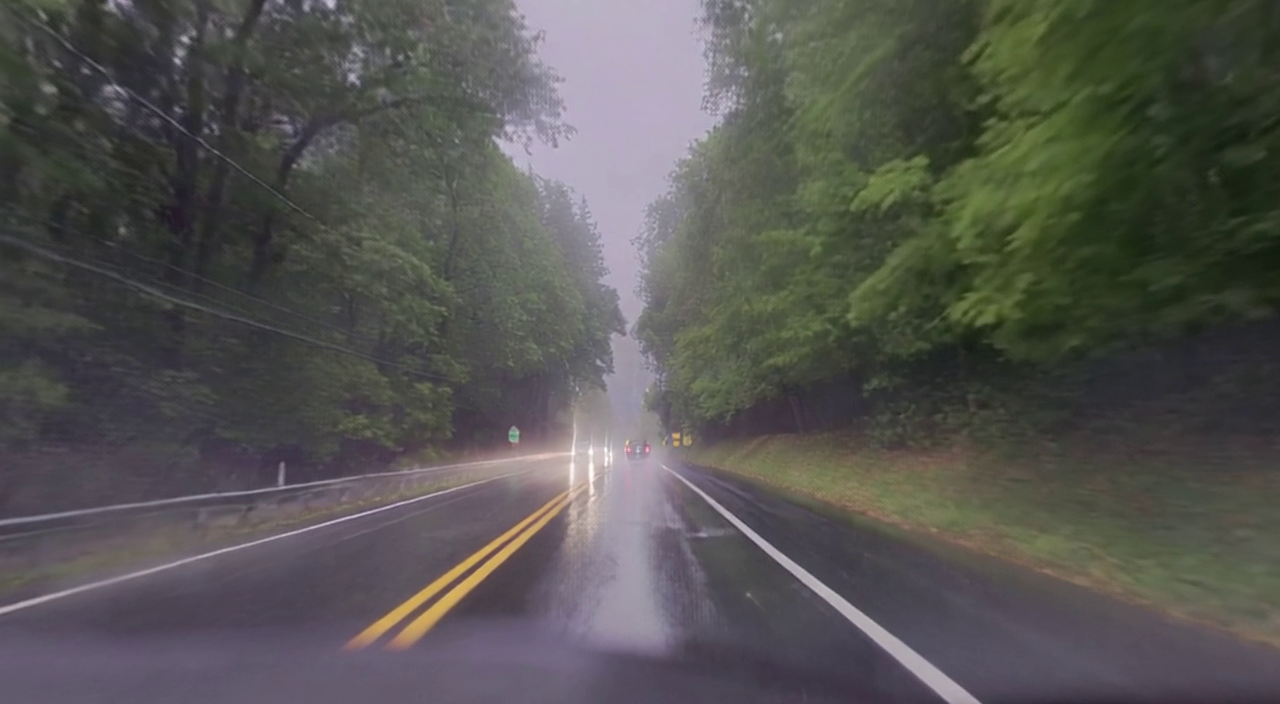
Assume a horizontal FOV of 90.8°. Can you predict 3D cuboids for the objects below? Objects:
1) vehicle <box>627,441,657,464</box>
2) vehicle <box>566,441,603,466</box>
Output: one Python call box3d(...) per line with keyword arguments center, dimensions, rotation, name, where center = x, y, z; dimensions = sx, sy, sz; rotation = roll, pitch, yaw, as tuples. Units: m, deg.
box3d(center=(0.121, 7.114, 44.821), dimensions=(2.067, 1.486, 3.861), rotation=(0, -9, 0), name="vehicle")
box3d(center=(-3.668, 6.814, 42.557), dimensions=(1.987, 1.526, 4.205), rotation=(0, -9, 2), name="vehicle")
